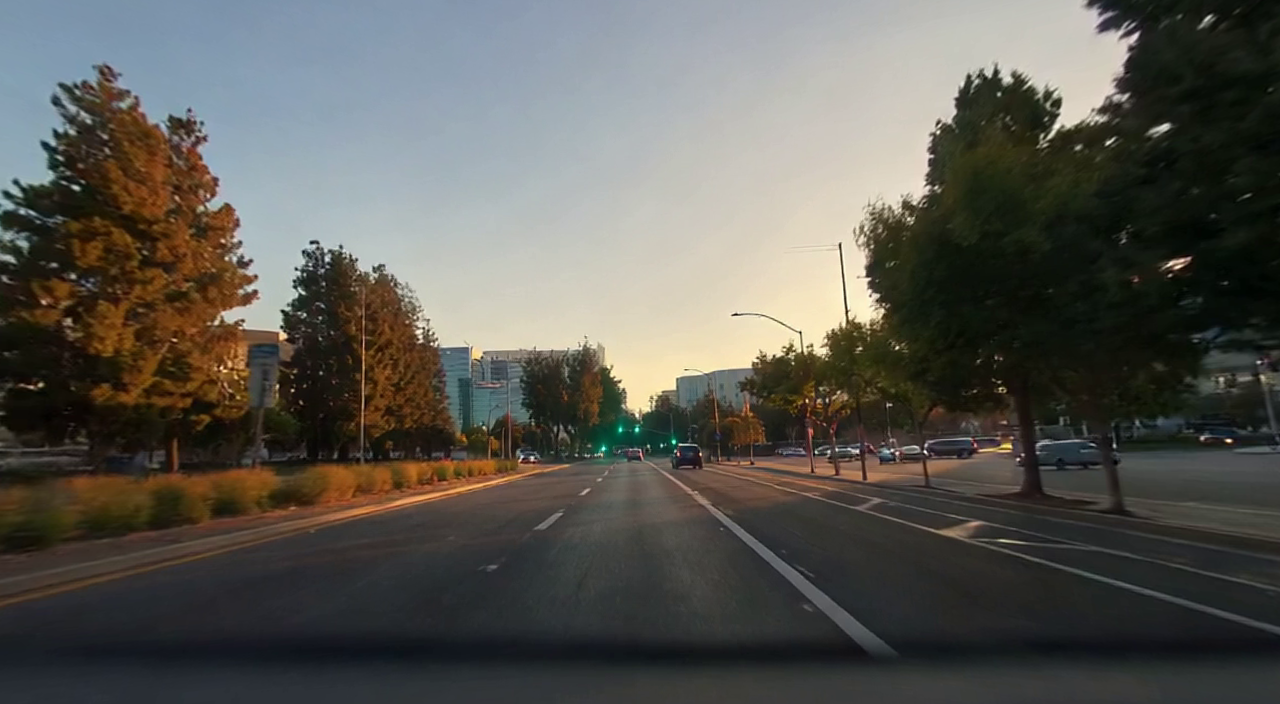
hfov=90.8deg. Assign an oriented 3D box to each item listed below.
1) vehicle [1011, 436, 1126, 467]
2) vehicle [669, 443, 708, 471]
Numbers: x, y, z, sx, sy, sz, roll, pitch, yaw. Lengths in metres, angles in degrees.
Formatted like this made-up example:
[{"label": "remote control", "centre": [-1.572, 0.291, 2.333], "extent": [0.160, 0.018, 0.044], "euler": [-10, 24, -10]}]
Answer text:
[{"label": "vehicle", "centre": [21.844, 5.090, 32.358], "extent": [4.217, 1.470, 2.173], "euler": [-1, -9, 2]}, {"label": "vehicle", "centre": [3.177, 6.992, 42.198], "extent": [2.069, 1.761, 4.610], "euler": [0, -9, -2]}]
